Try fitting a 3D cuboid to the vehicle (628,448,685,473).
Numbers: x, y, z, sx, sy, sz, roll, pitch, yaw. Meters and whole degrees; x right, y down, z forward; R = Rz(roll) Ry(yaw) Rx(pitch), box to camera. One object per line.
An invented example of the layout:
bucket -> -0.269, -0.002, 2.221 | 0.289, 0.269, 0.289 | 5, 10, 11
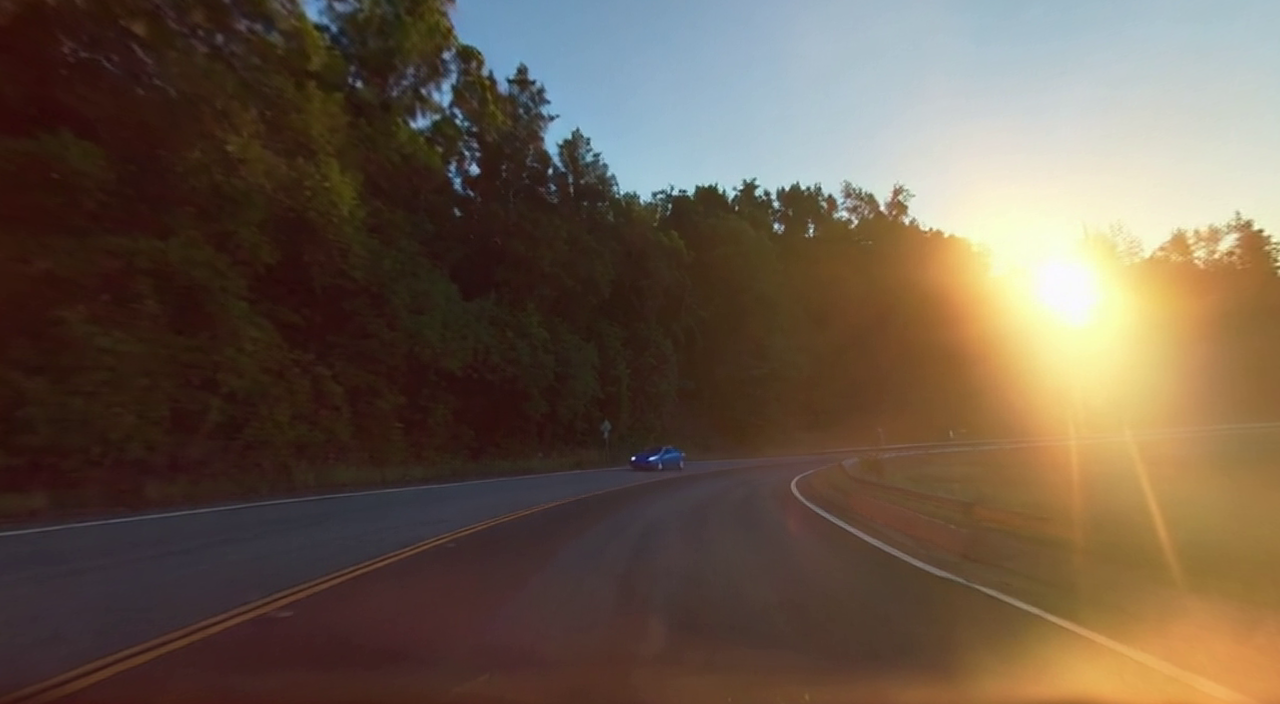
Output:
vehicle -> 1.136, 6.948, 40.518 | 2.111, 1.509, 4.823 | -4, -10, 21
